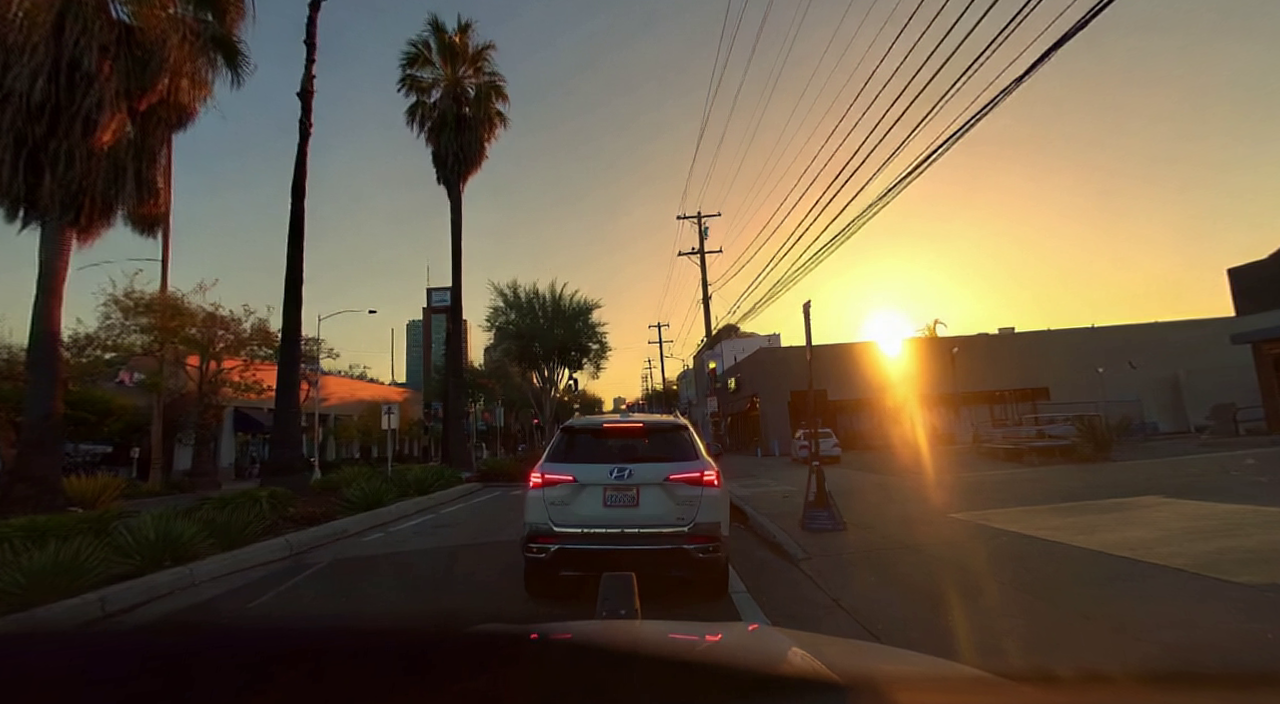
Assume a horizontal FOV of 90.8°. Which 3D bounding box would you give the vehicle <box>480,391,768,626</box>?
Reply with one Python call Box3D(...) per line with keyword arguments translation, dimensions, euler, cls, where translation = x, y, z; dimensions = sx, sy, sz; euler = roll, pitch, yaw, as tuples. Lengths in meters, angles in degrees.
Box3D(translation=(-0.191, 1.415, 6.595), dimensions=(2.105, 1.702, 3.750), euler=(0, -8, -3), cls="vehicle")
